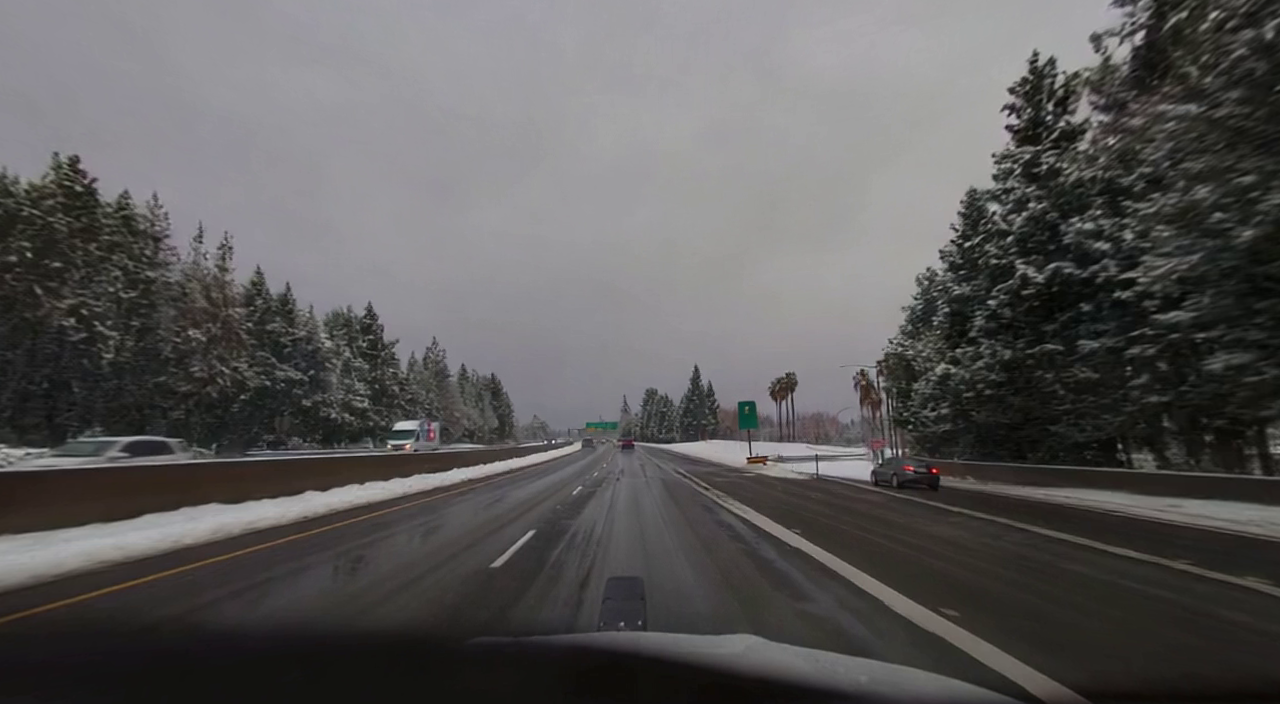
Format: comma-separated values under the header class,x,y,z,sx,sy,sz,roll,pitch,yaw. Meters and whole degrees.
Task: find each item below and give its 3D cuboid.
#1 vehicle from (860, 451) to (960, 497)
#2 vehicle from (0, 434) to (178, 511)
class,x,y,z,sx,sy,sz,roll,pitch,yaw
vehicle,9.997,4.515,23.723,2.037,1.487,4.962,1,-9,6
vehicle,-13.350,2.658,14.389,2.027,1.464,4.568,0,-8,0
